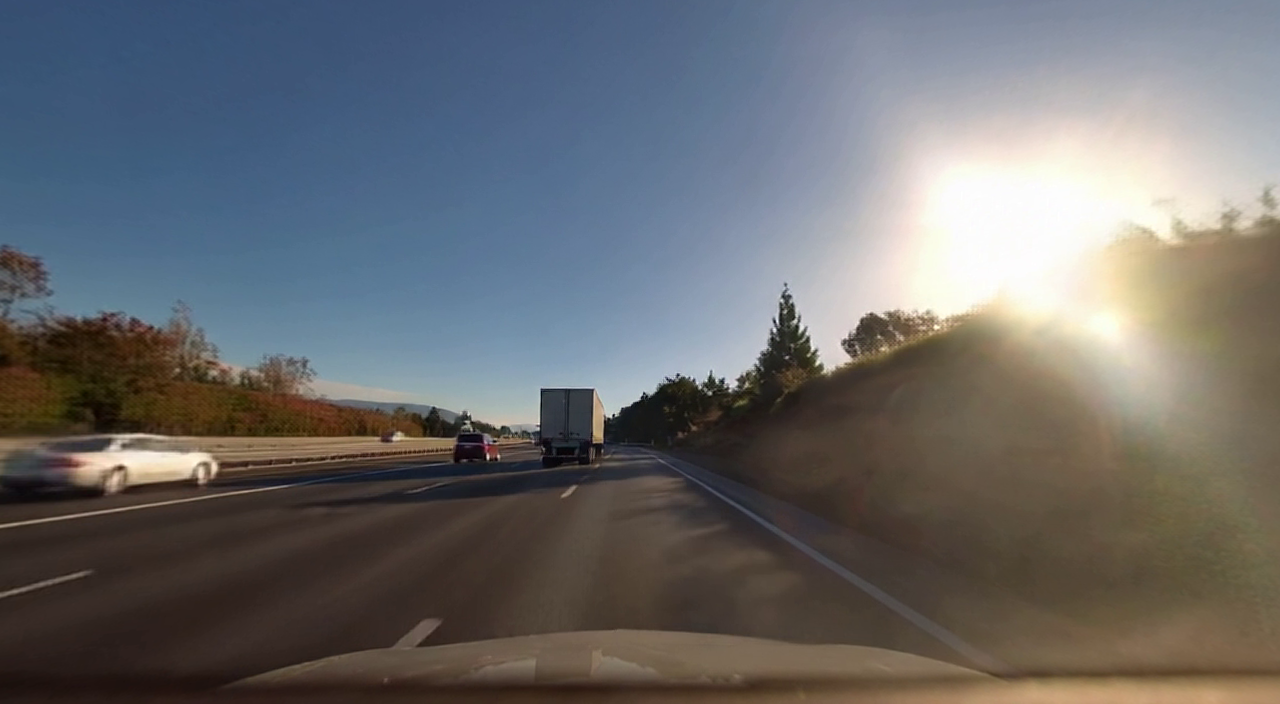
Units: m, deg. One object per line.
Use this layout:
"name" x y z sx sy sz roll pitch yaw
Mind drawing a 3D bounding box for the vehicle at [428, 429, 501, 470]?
"vehicle" -7.839 4.368 28.552 2.075 1.691 4.431 0 -8 0

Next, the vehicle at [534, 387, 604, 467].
"vehicle" -3.943 4.662 37.953 3.002 3.987 12.477 -1 -8 -1

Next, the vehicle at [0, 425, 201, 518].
"vehicle" -11.186 2.201 12.237 1.959 1.460 4.661 0 -8 -1
